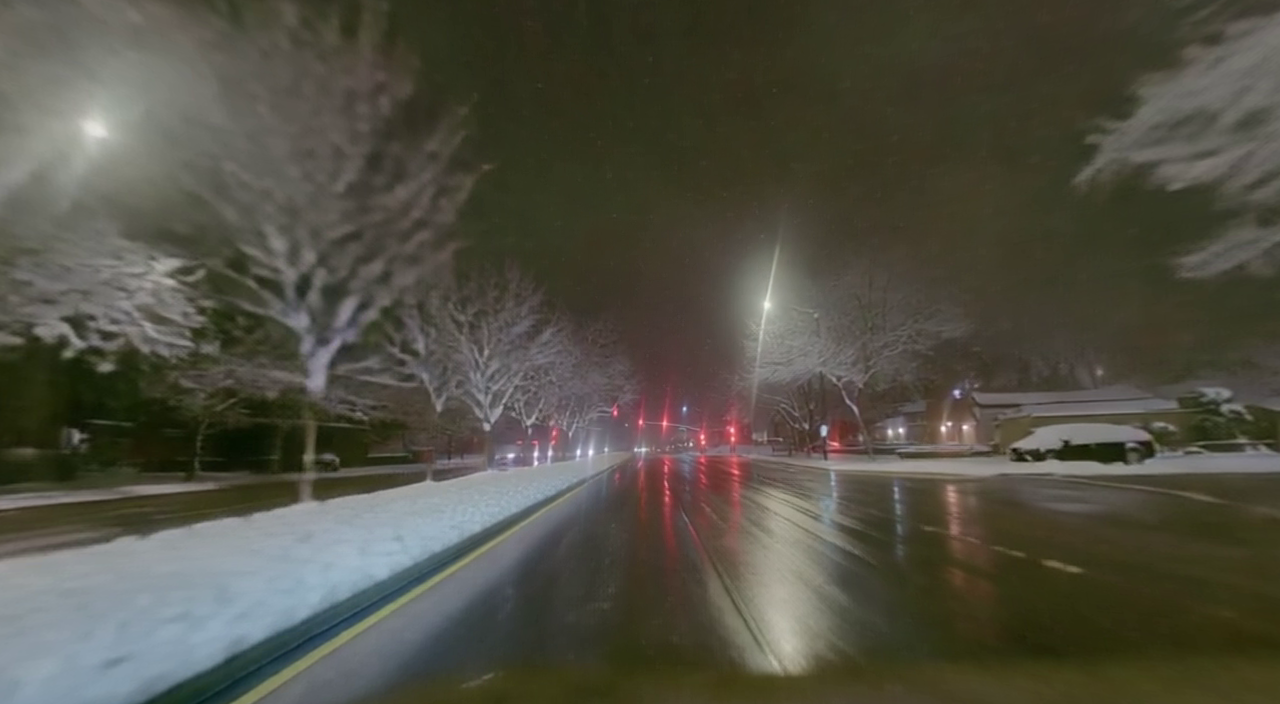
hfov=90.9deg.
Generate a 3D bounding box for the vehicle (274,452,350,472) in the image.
[{"bbox_3d":[-25.064,8.381,48.262,4.663,1.464,1.906,0,-8,-1],"label":"vehicle"}]

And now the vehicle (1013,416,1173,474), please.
[{"bbox_3d":[21.732,4.491,30.512,5.506,2.643,2.681,-1,-8,3],"label":"vehicle"}]

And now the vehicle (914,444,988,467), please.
[{"bbox_3d":[21.748,7.242,44.192,4.176,1.490,1.871,0,-8,-2],"label":"vehicle"}]
